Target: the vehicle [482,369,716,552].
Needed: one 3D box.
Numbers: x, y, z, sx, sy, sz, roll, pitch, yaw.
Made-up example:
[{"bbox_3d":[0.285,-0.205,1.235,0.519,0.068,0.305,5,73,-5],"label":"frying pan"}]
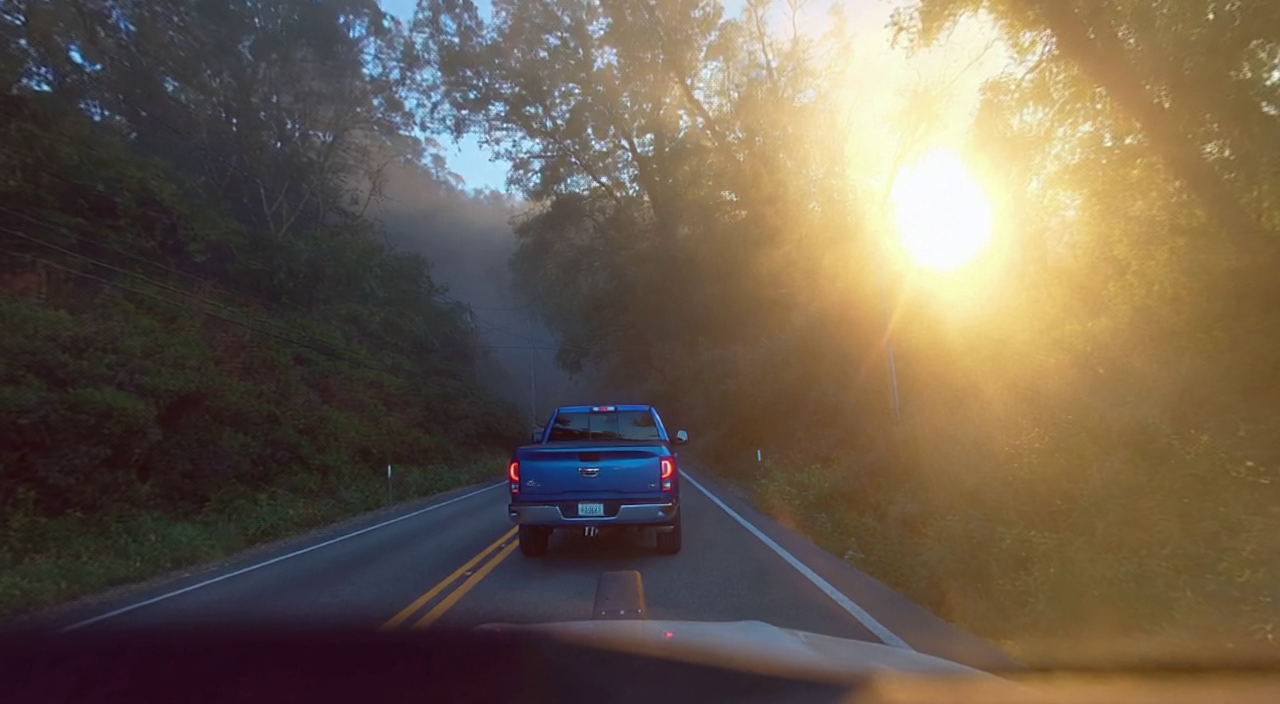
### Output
[{"bbox_3d":[-0.531,1.746,10.709,2.837,2.223,5.885,0,-8,-1],"label":"vehicle"}]
